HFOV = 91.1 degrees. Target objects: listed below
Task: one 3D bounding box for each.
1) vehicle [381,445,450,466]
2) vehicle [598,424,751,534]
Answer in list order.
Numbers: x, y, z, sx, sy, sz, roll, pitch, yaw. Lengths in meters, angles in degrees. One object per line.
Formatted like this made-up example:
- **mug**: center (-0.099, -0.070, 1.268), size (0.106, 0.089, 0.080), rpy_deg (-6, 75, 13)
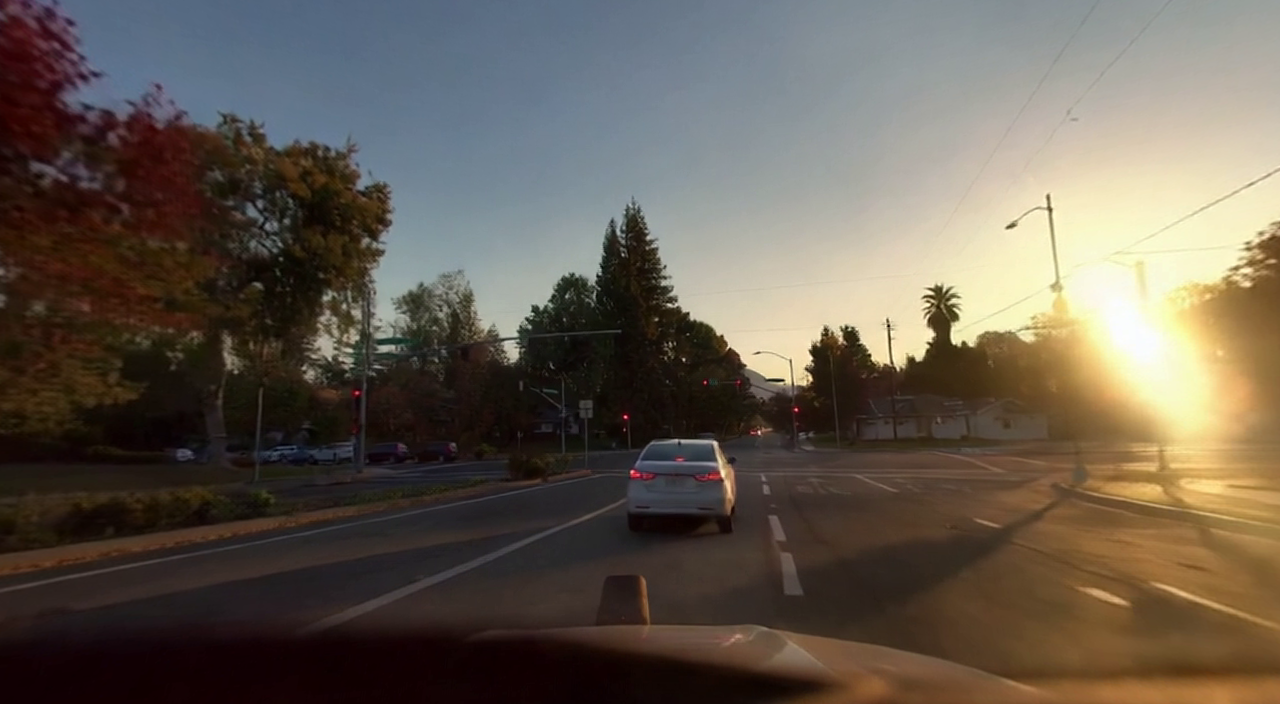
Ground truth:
- **vehicle**: center (-16.866, 7.743, 47.097), size (4.735, 1.472, 1.932), rpy_deg (-4, -9, 23)
- **vehicle**: center (0.898, 2.227, 11.684), size (2.139, 1.564, 4.901), rpy_deg (-1, -9, 11)
